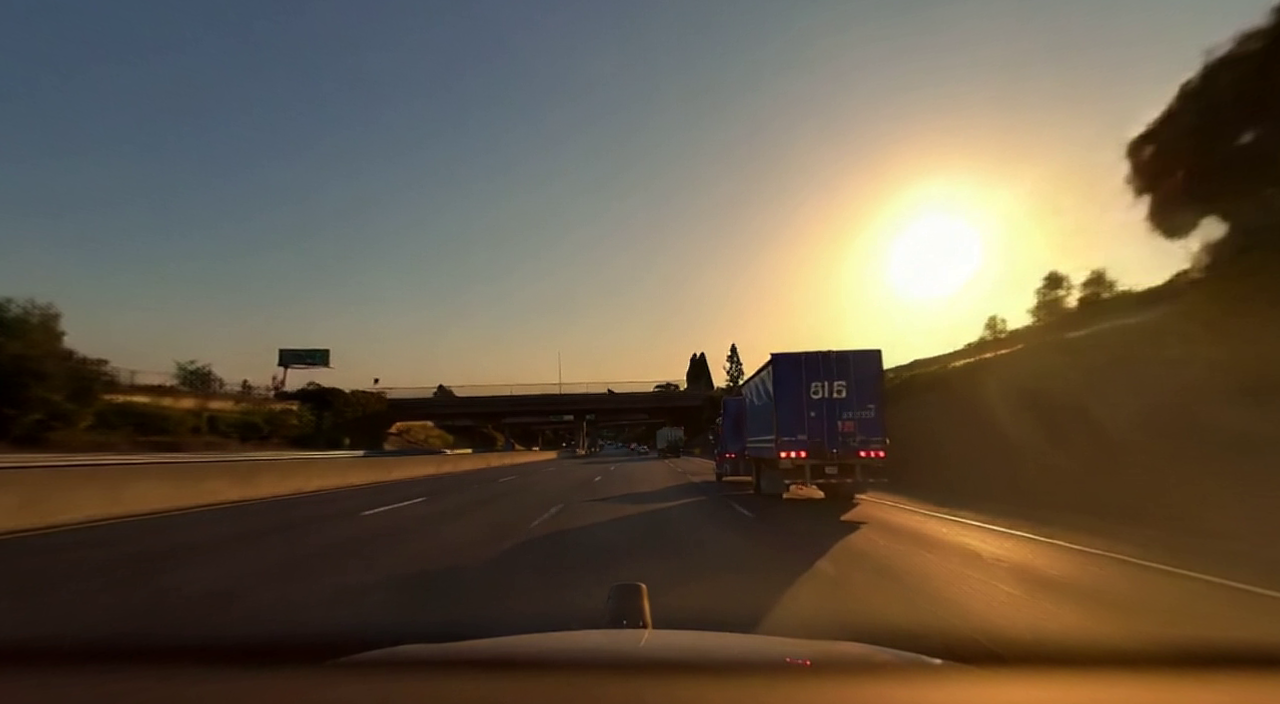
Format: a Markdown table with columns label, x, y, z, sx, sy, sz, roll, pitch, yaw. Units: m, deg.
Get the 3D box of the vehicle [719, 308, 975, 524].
| label | x | y | z | sx | sy | sz | roll | pitch | yaw |
| --- | --- | --- | --- | --- | --- | --- | --- | --- | --- |
| vehicle | 4.173 | 1.850 | 15.999 | 3.107 | 3.718 | 10.231 | 0 | -9 | 1 |
